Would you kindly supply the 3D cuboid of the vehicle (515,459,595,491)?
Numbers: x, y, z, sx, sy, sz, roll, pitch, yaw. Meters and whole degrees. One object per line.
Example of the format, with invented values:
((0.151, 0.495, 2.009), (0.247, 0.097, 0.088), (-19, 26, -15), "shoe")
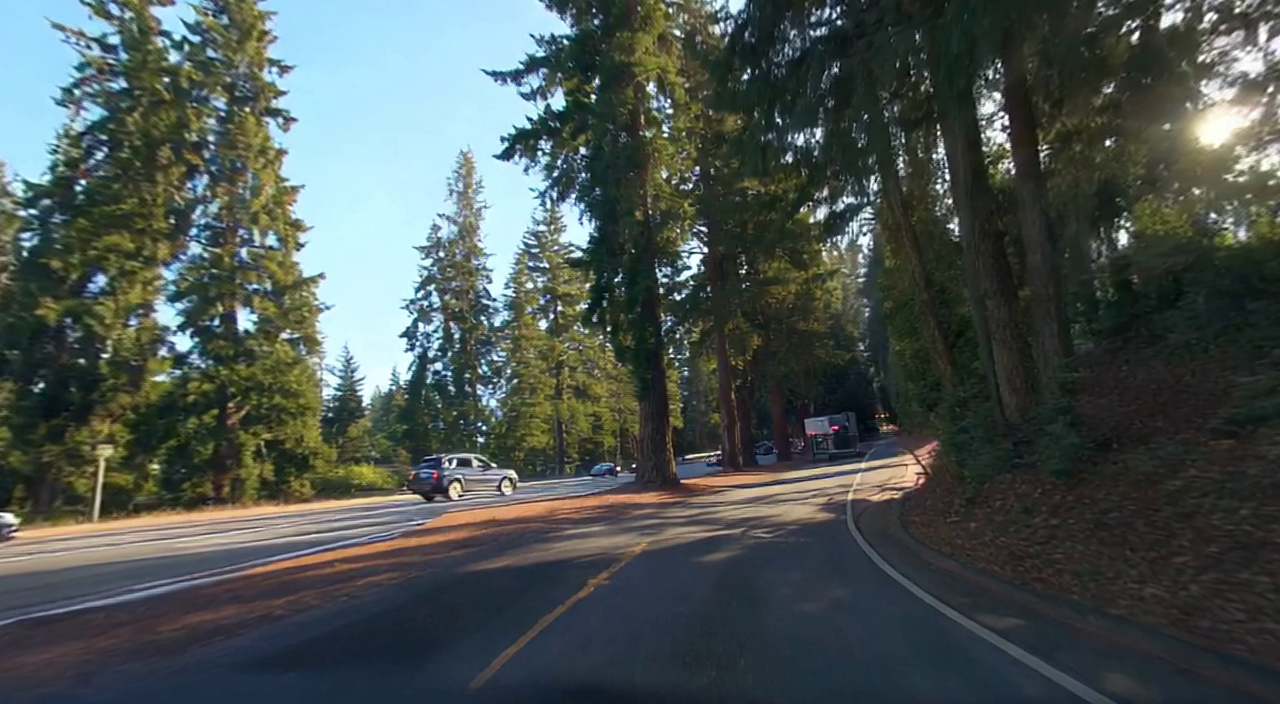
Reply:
((-4.442, 6.538, 33.872), (1.829, 1.470, 4.460), (-6, -10, 31), "vehicle")

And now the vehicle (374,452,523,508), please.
((-6.629, 4.435, 22.520), (2.049, 1.699, 4.860), (-6, -10, 32), "vehicle")
